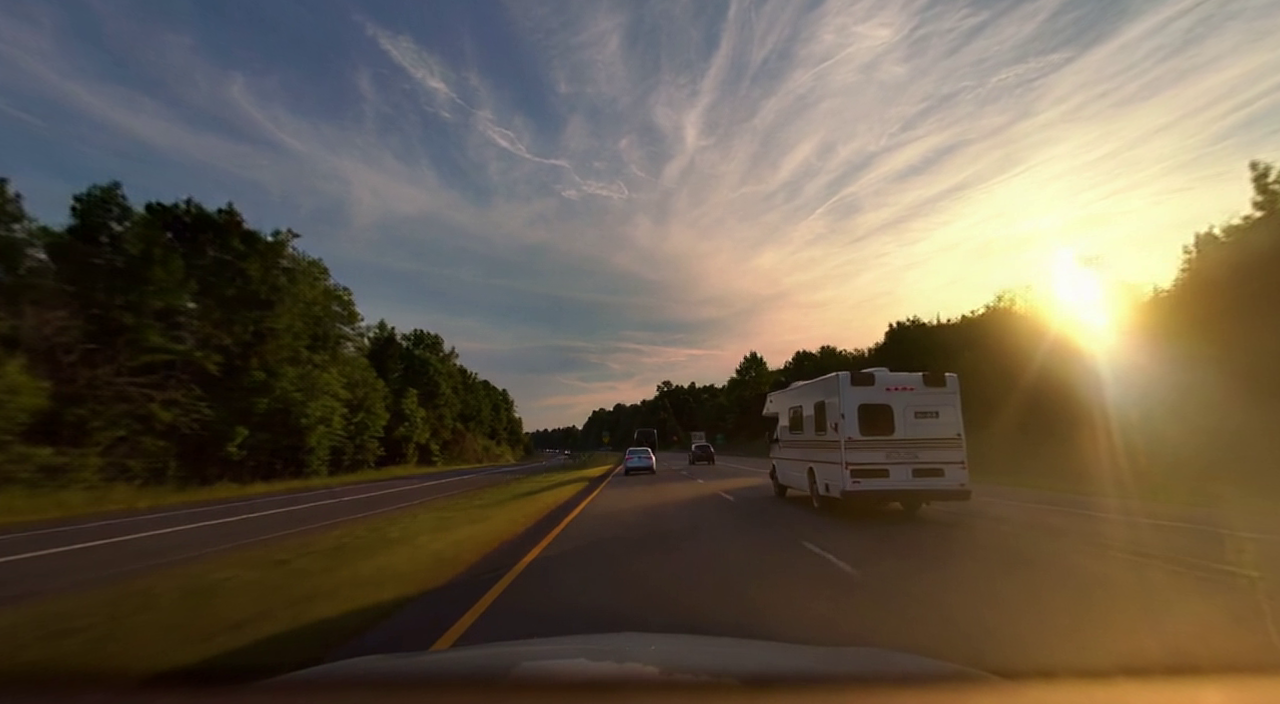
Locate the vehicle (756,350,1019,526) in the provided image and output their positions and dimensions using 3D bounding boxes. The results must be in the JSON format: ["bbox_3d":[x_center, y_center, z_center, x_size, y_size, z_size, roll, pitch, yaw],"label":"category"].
[{"bbox_3d":[4.621,1.907,13.719,2.745,2.832,7.035,0,-9,-1],"label":"vehicle"}]

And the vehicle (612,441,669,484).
[{"bbox_3d":[-0.003,4.438,25.542,2.120,1.575,4.018,0,-9,-1],"label":"vehicle"}]

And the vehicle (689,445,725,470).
[{"bbox_3d":[4.079,6.437,38.677,1.757,1.459,3.398,0,-9,-1],"label":"vehicle"}]
